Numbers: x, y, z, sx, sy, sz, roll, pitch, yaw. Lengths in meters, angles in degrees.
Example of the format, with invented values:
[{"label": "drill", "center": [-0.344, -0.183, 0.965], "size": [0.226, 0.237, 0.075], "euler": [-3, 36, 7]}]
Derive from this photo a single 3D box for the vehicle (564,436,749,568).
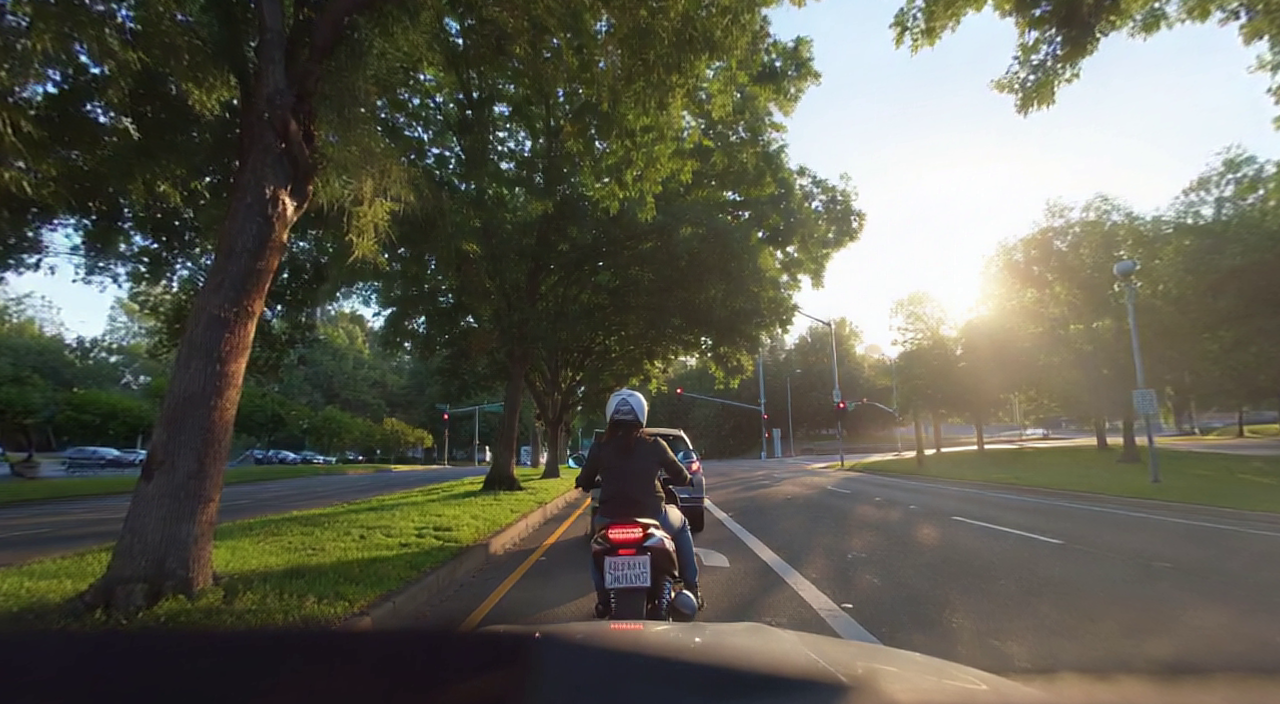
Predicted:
[{"label": "vehicle", "center": [0.139, 2.024, 9.422], "size": [2.093, 1.450, 4.437], "euler": [0, -8, -1]}]
